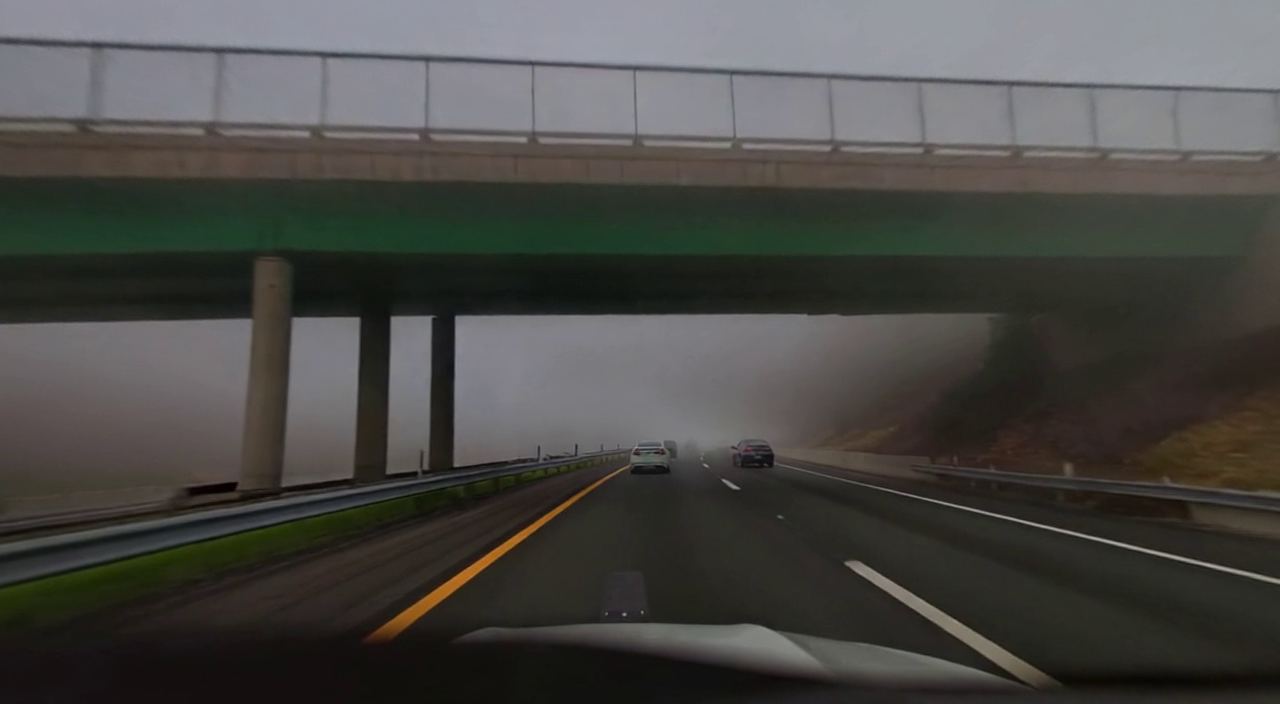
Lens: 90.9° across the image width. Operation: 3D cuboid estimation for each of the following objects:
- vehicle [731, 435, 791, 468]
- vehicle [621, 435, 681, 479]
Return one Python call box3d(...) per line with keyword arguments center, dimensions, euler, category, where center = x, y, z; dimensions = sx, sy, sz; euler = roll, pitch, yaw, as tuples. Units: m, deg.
box3d(center=(5.776, 4.806, 30.585), dimensions=(2.163, 1.489, 4.470), euler=(0, -8, 2), category="vehicle")
box3d(center=(0.466, 3.803, 23.097), dimensions=(1.993, 1.461, 3.812), euler=(-1, -8, 3), category="vehicle")
